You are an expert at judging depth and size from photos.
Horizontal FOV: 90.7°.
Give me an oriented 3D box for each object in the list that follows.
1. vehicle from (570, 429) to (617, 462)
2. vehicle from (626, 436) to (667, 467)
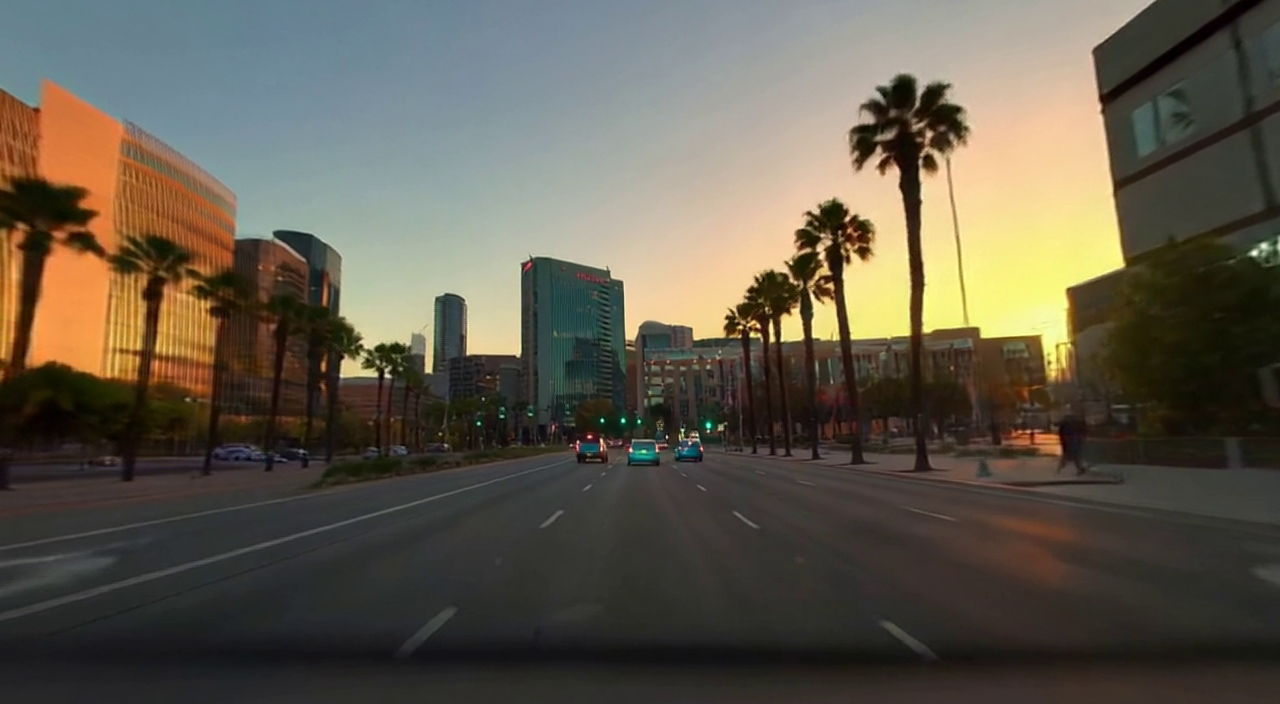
[{"bbox_3d":[-3.063,6.384,43.100,2.672,2.064,5.681,0,-8,0],"label":"vehicle"},{"bbox_3d":[0.333,5.596,35.742,2.160,1.615,4.117,0,-8,0],"label":"vehicle"}]
